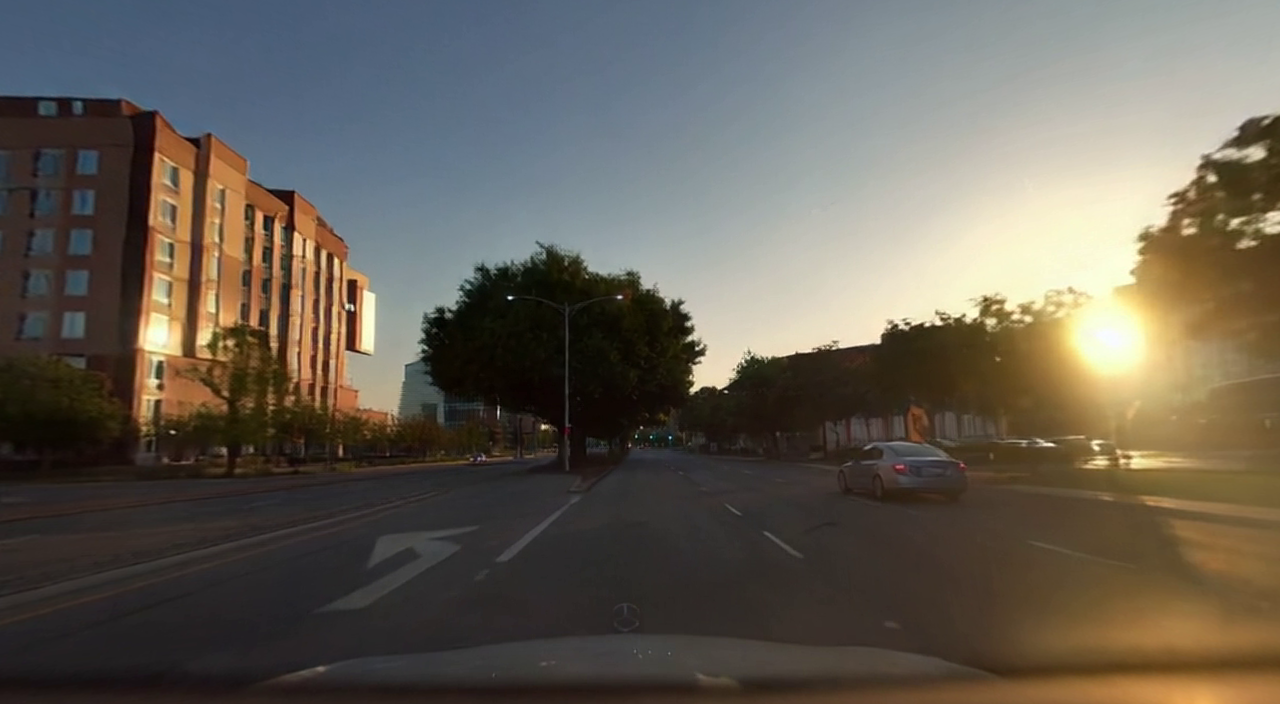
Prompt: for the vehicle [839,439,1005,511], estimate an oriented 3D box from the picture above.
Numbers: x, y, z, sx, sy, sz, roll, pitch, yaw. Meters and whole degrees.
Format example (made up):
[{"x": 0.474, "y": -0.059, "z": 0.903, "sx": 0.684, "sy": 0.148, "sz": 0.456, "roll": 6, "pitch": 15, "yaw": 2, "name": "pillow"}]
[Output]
[{"x": 6.771, "y": 2.968, "z": 15.861, "sx": 1.913, "sy": 1.504, "sz": 4.738, "roll": 0, "pitch": -8, "yaw": -1, "name": "vehicle"}]
